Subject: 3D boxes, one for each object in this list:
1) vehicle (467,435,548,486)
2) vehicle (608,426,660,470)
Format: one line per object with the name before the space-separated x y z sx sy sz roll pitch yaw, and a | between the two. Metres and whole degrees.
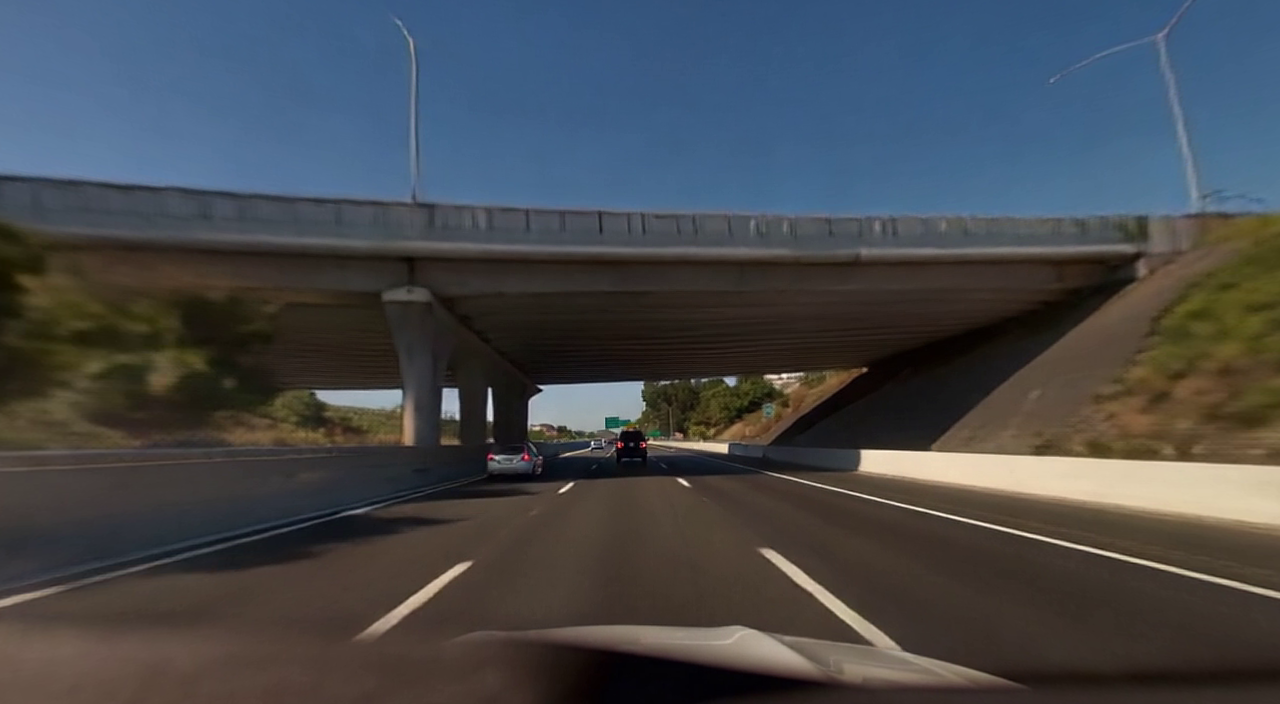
vehicle | -4.340 3.612 21.267 1.945 1.550 3.780 0 -8 -1
vehicle | -0.359 4.692 31.010 2.382 1.973 4.439 0 -8 -2
